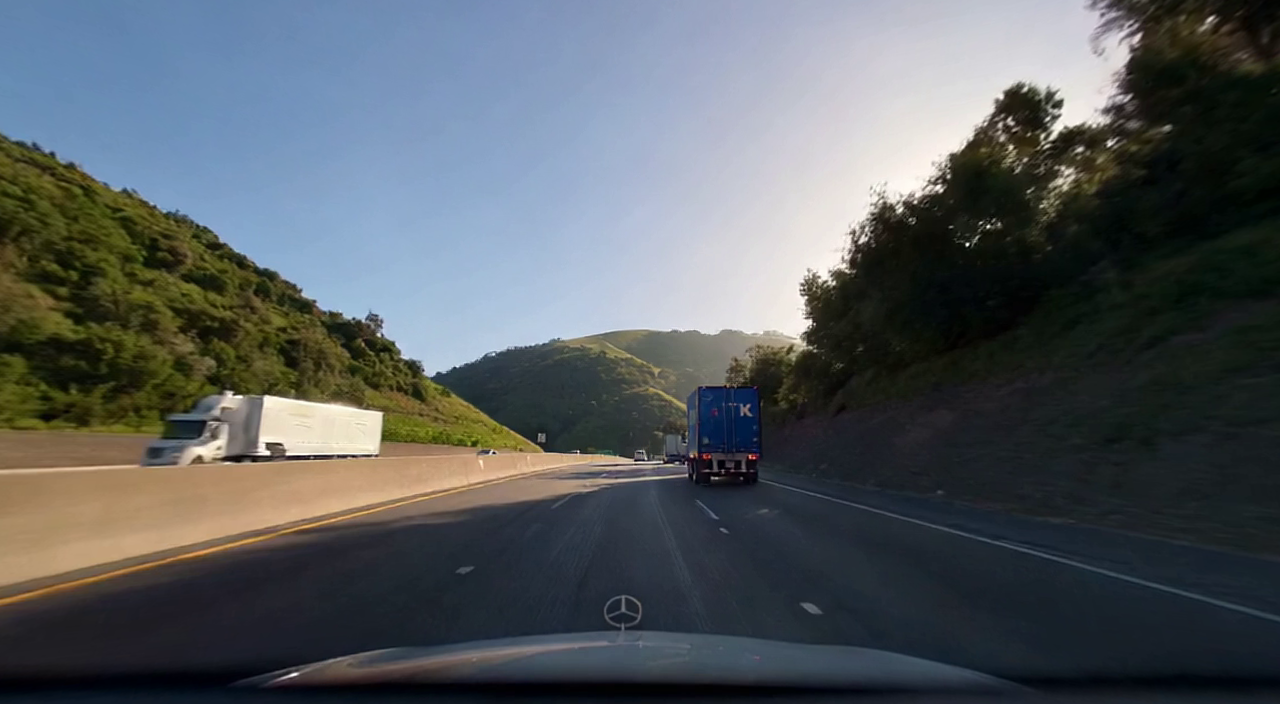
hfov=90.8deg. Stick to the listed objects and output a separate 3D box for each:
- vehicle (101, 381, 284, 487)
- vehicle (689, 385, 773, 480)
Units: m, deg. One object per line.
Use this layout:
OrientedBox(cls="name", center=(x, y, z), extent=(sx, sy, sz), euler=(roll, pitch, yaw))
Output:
OrientedBox(cls="vehicle", center=(-18.574, 3.559, 26.843), extent=(3.023, 3.963, 6.173), euler=(0, -9, 0))
OrientedBox(cls="vehicle", center=(4.088, 3.912, 30.006), extent=(2.999, 4.023, 6.337), euler=(0, -9, 0))
